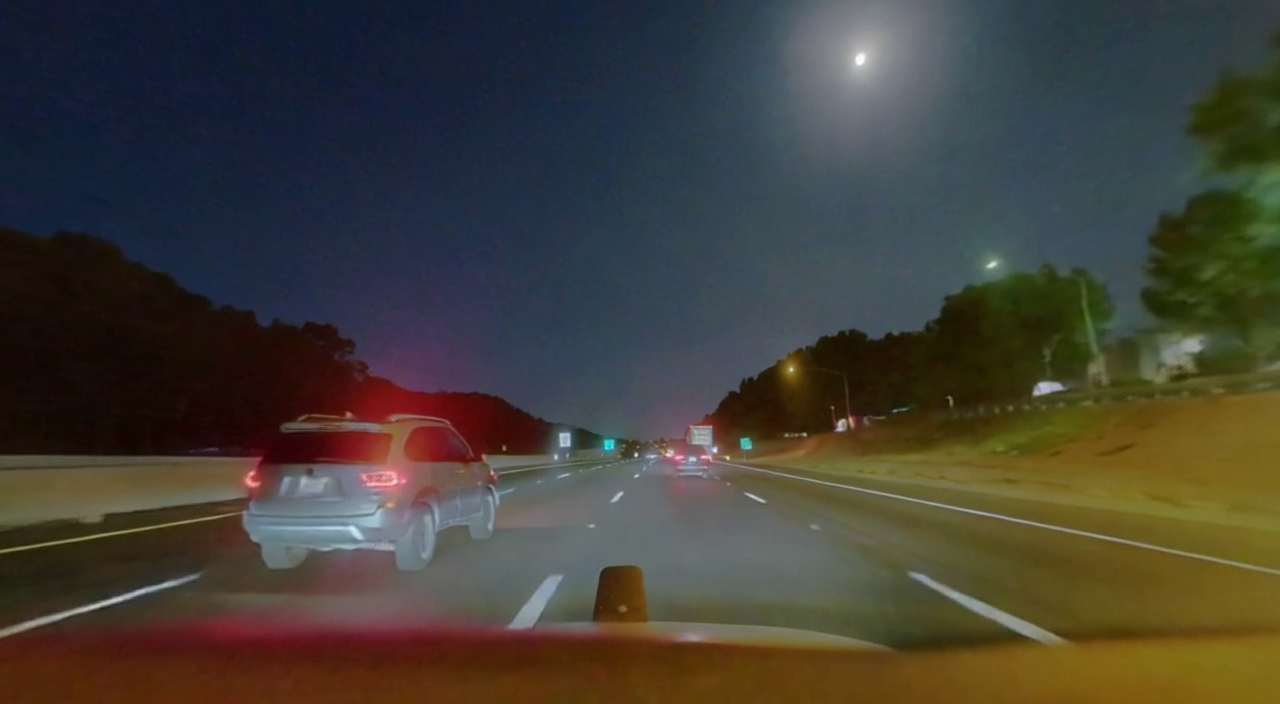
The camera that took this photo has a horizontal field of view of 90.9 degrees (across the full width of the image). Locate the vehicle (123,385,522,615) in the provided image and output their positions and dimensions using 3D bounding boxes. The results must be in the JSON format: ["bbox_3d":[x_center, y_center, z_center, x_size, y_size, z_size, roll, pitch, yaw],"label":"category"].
[{"bbox_3d":[-2.953,1.522,7.360,2.139,1.804,4.611,0,-9,1],"label":"vehicle"}]

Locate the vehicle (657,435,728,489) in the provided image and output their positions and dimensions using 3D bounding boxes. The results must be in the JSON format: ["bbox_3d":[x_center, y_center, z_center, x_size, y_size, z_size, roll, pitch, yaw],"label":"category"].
[{"bbox_3d":[1.718,3.814,22.092,2.087,1.682,4.388,0,-9,0],"label":"vehicle"}]
